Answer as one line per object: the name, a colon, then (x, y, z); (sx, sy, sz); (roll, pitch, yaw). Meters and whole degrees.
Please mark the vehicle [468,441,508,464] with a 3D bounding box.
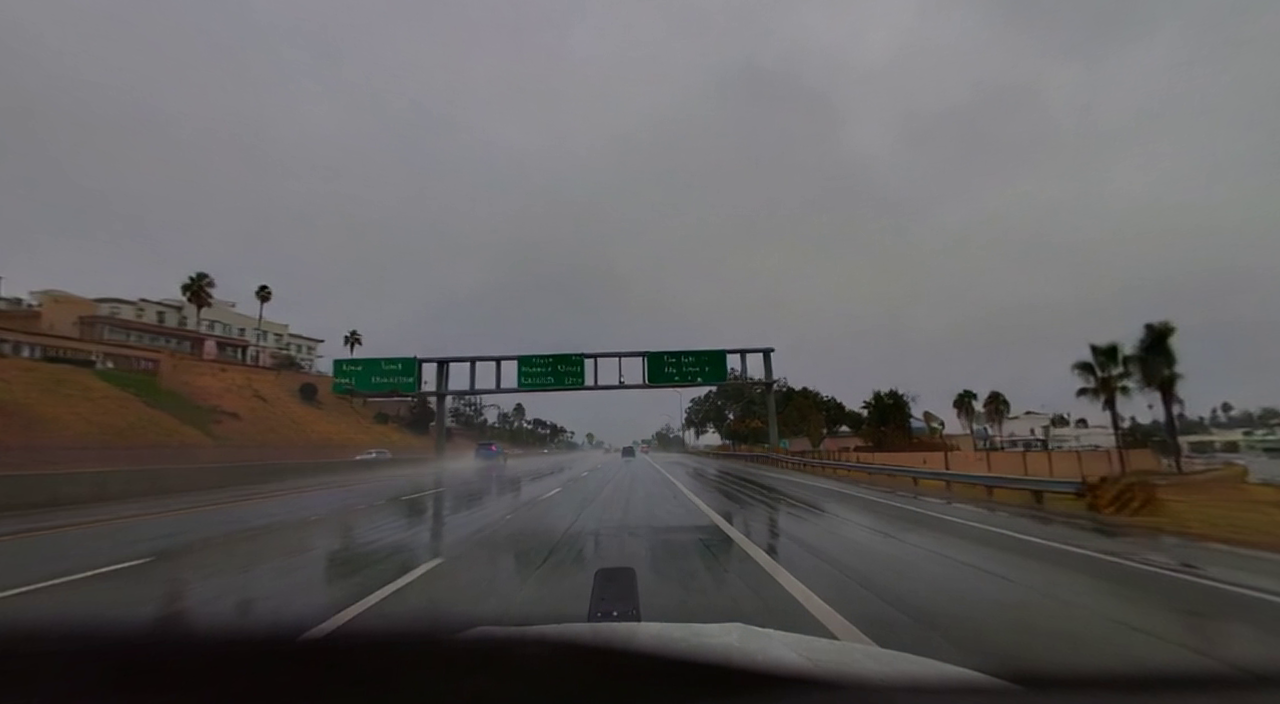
vehicle: (-11.952, 7.925, 49.903); (2.016, 1.754, 4.543); (0, -8, 0)
